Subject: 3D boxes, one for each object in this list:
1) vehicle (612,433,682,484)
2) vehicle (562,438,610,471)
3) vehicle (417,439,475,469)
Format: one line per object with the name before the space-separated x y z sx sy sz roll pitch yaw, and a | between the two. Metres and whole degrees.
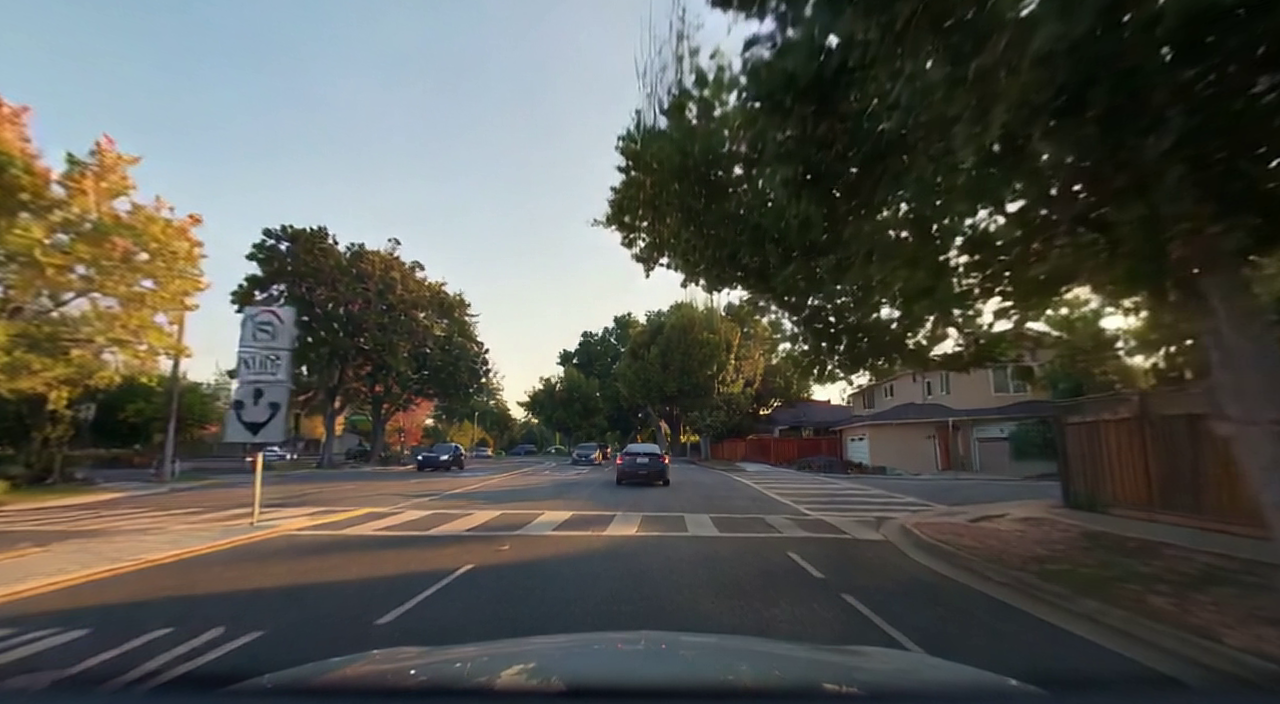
vehicle | 0.273 3.809 22.777 2.290 1.653 4.127 0 -8 1
vehicle | -3.001 5.777 35.802 2.067 1.546 4.988 2 -7 2
vehicle | -11.435 6.038 37.334 2.103 1.679 4.199 0 -8 0
